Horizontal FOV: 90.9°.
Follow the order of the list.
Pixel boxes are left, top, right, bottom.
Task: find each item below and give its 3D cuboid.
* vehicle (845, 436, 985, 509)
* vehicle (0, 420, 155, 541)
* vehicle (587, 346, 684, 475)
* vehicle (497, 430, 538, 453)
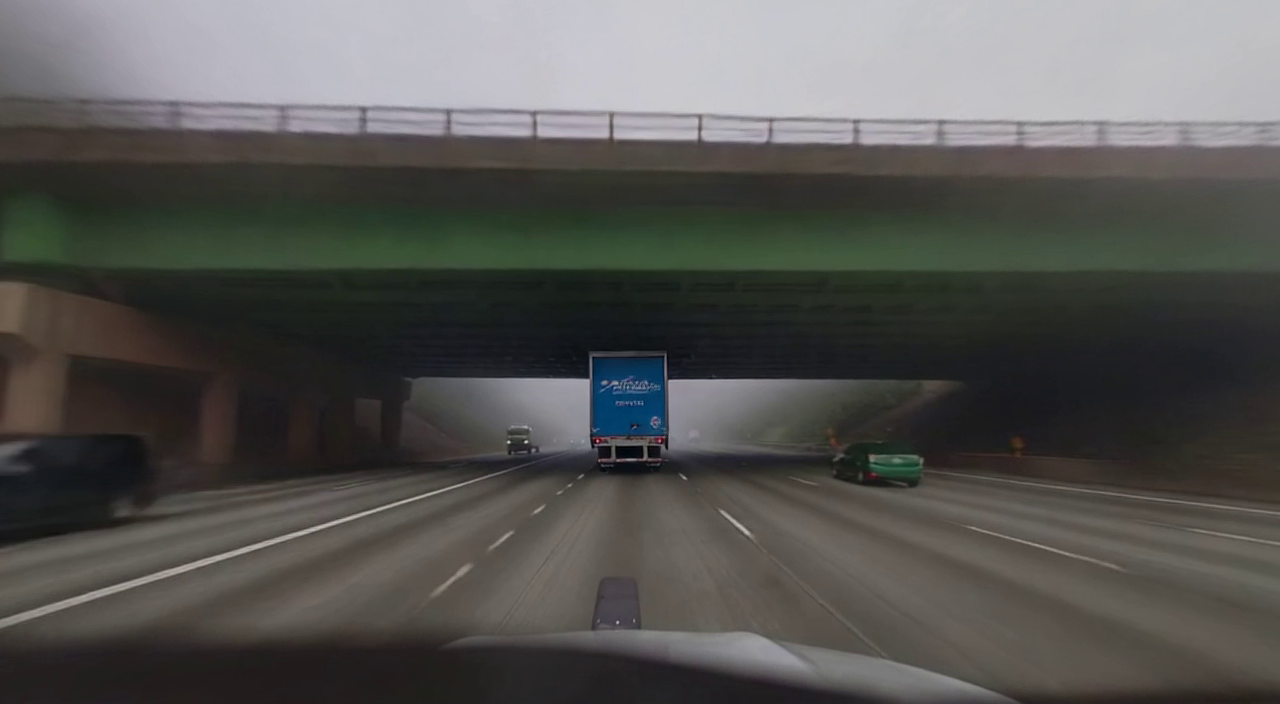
[{"bbox_3d":[7.590,3.298,17.918,2.050,1.637,4.397,3,-7,0],"label":"vehicle"},{"bbox_3d":[-8.756,1.627,8.112,1.955,1.453,3.855,0,-8,-1],"label":"vehicle"},{"bbox_3d":[-0.406,2.410,24.122,2.895,3.861,10.213,0,-8,-3],"label":"vehicle"},{"bbox_3d":[-8.747,6.433,45.392,2.081,1.613,4.273,0,-8,0],"label":"vehicle"}]
